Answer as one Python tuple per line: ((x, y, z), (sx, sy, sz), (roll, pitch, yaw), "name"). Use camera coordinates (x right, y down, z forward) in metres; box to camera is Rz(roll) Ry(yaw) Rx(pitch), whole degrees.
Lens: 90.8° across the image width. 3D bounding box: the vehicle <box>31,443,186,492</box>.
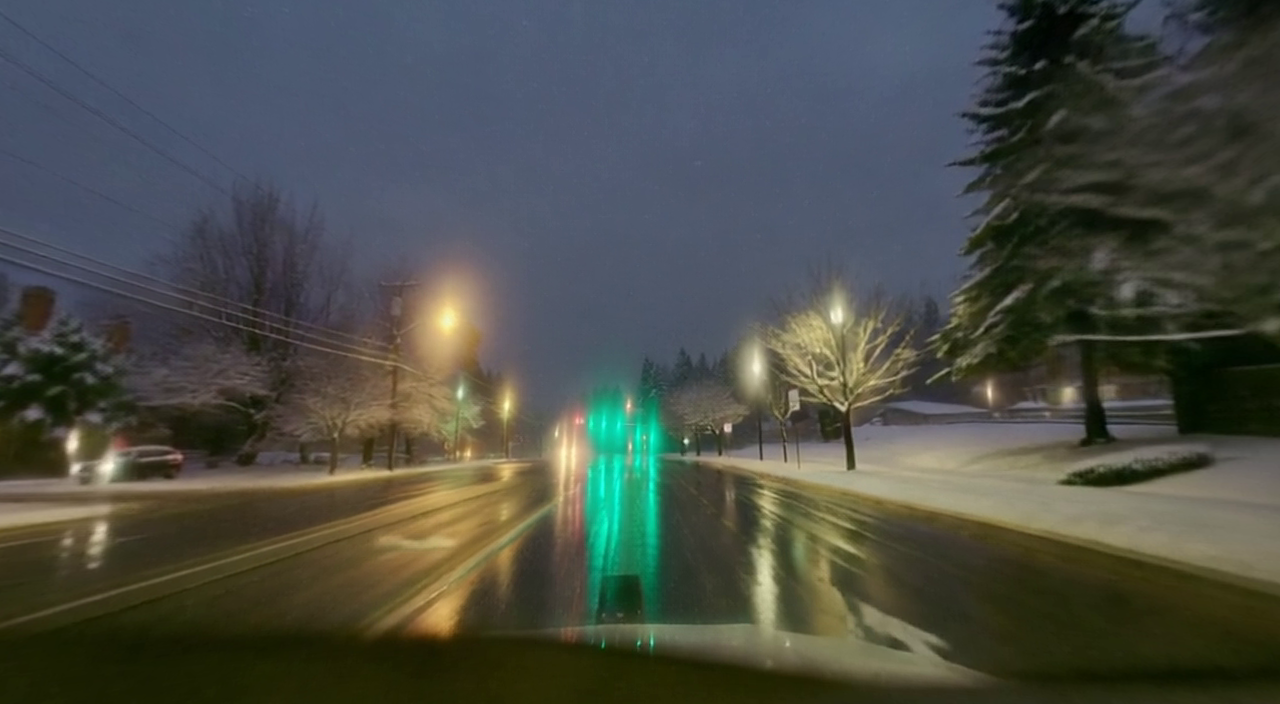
((-23.215, 5.003, 28.044), (2.192, 1.901, 5.889), (1, -8, -6), "vehicle")
